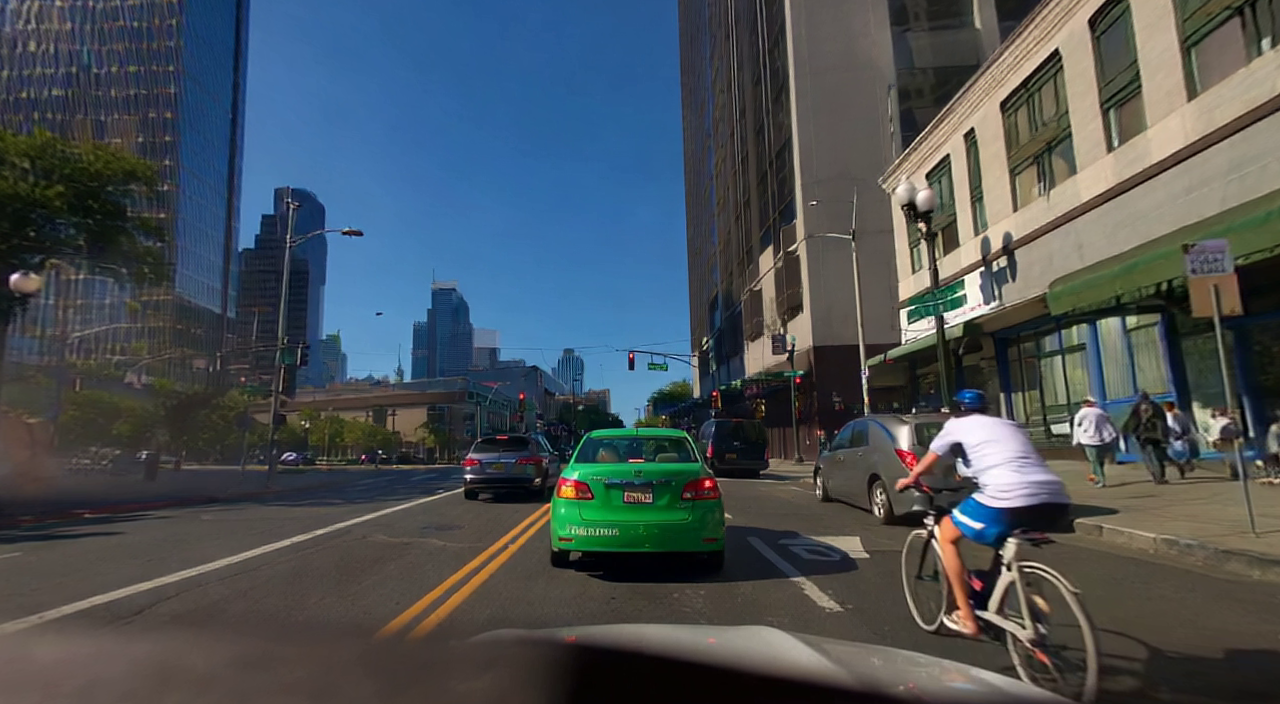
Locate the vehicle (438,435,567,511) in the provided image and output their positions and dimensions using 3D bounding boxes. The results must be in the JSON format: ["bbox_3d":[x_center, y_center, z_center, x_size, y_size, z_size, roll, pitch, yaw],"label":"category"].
[{"bbox_3d":[-2.948,2.707,14.629,2.039,1.452,4.489,0,-9,-1],"label":"vehicle"}]

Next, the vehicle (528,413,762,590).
[{"bbox_3d":[0.031,1.643,7.705,2.091,1.557,4.000,0,-9,0],"label":"vehicle"}]

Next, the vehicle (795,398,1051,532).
[{"bbox_3d":[4.499,1.912,11.126,2.142,1.829,4.767,0,-9,-2],"label":"vehicle"}]
